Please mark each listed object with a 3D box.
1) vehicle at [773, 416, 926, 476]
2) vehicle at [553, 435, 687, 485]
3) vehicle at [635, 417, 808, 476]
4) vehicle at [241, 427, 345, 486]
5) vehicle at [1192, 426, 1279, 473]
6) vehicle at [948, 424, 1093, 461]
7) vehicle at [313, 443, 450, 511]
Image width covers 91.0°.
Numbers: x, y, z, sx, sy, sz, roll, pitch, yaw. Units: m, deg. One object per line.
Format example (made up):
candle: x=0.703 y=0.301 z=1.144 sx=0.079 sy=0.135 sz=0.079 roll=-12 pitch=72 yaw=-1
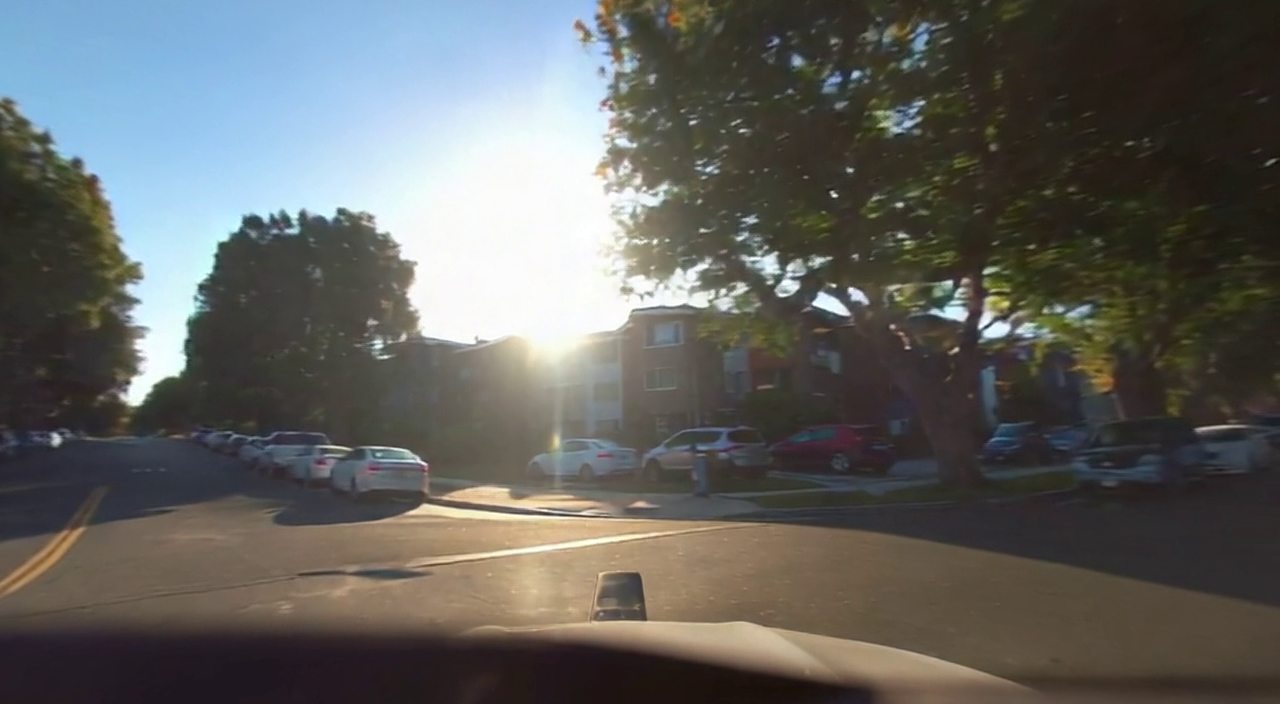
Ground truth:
vehicle: x=6.202 y=2.745 z=18.461 sx=4.413 sy=1.549 sz=1.918 roll=5 pitch=-10 yaw=-34
vehicle: x=-0.573 y=3.373 z=20.012 sx=3.821 sy=1.417 sz=2.061 roll=7 pitch=-11 yaw=-41
vehicle: x=2.566 y=2.814 z=18.906 sx=5.312 sy=1.533 sz=2.104 roll=7 pitch=-11 yaw=-40
vehicle: x=-13.698 y=4.023 z=24.631 sx=2.365 sy=1.970 sz=6.011 roll=6 pitch=-11 yaw=-39
vehicle: x=20.804 y=3.315 z=21.626 sx=4.076 sy=1.454 sz=2.009 roll=7 pitch=-11 yaw=-39
vehicle: x=16.574 y=3.996 z=27.697 sx=1.802 sy=1.480 sz=5.079 roll=6 pitch=-10 yaw=-39
vehicle: x=-6.693 y=3.037 z=15.971 sx=1.977 sy=1.410 sz=4.744 roll=6 pitch=-10 yaw=-37
